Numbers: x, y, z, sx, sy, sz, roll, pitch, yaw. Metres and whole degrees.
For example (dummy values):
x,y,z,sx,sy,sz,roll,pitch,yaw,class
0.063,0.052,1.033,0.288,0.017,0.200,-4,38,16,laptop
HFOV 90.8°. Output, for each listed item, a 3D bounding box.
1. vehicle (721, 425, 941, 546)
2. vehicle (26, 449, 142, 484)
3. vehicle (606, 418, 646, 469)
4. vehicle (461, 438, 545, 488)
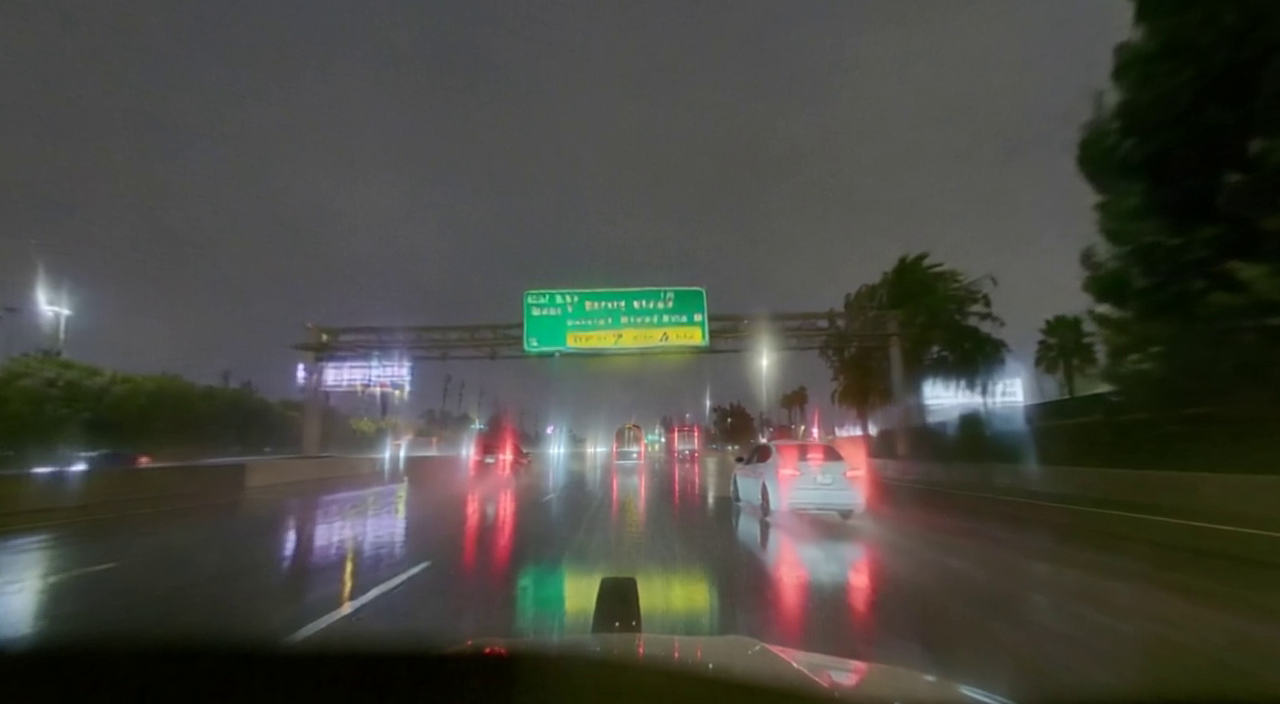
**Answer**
x,y,z,sx,sy,sz,roll,pitch,yaw,class
2.876,2.133,10.846,2.175,1.598,4.584,0,-9,-2,vehicle
-32.025,6.576,36.636,2.151,1.871,4.979,0,-9,0,vehicle
-0.949,5.828,40.356,2.364,2.953,6.495,0,-8,-2,vehicle
-4.859,4.003,23.171,2.021,1.598,4.887,0,-9,-1,vehicle
